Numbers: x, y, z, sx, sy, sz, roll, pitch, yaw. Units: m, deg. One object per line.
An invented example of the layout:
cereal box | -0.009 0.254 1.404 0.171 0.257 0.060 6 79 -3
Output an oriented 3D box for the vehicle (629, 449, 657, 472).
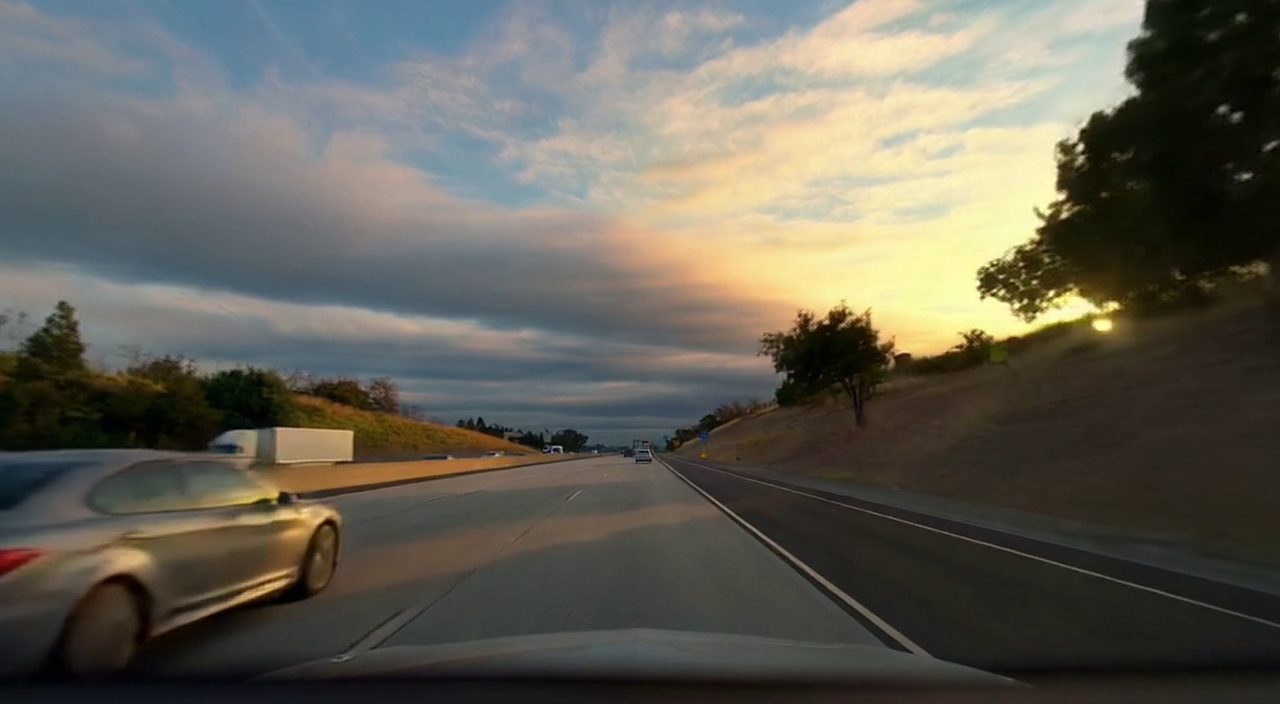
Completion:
vehicle | 0.203 7.475 43.728 1.908 1.515 3.871 0 -9 0

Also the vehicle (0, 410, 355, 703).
vehicle | -3.712 1.194 3.897 1.978 1.498 4.080 0 -9 0
